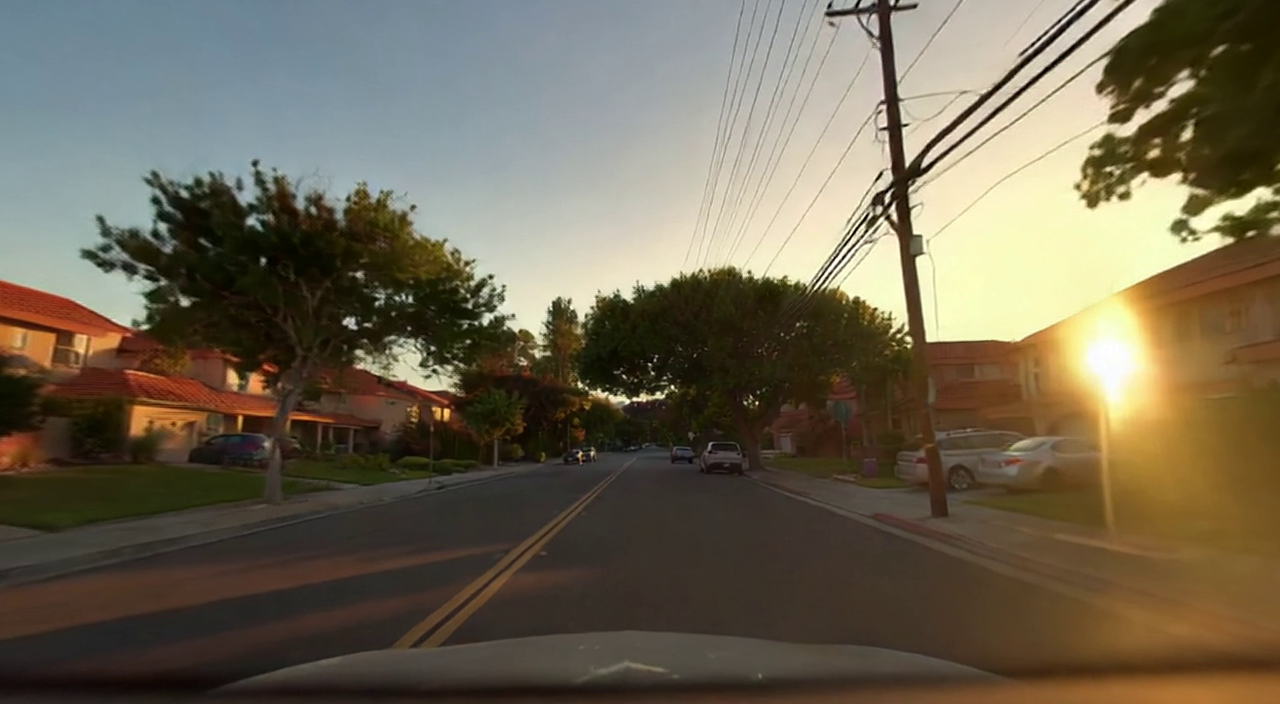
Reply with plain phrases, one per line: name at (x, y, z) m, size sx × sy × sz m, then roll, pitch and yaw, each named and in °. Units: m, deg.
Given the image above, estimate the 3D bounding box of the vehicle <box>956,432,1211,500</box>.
vehicle at (10.546, 2.730, 15.333) m, size 4.625 × 1.501 × 2.011 m, roll 0°, pitch -8°, yaw 1°

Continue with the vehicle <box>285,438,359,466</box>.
vehicle at (-21.181, 6.694, 42.413) m, size 2.139 × 1.746 × 5.099 m, roll -1°, pitch -9°, yaw 3°

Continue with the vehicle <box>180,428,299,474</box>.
vehicle at (-17.608, 4.386, 28.166) m, size 2.034 × 1.829 × 5.161 m, roll 0°, pitch -9°, yaw -1°

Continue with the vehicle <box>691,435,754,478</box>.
vehicle at (3.889, 5.048, 30.814) m, size 2.114 × 1.858 × 5.144 m, roll 0°, pitch -8°, yaw -3°
